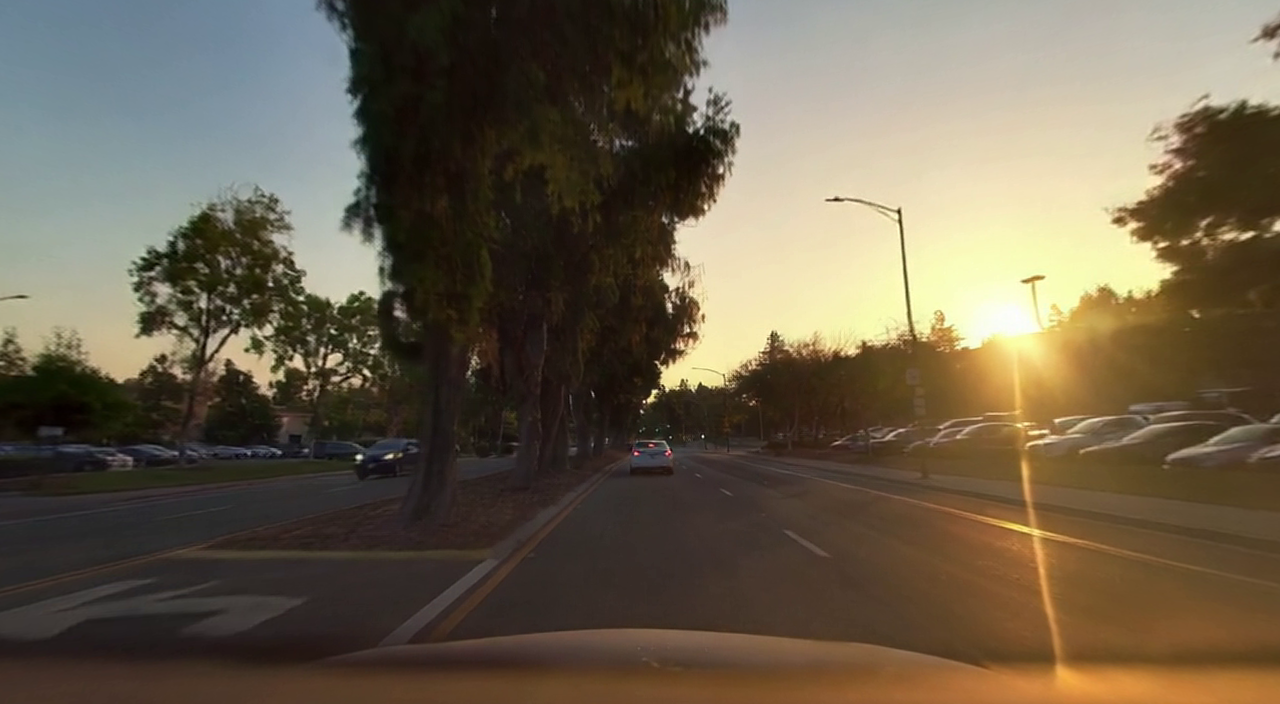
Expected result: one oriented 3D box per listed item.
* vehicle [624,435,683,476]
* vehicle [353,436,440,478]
[{"bbox_3d":[0.444,3.942,24.237,2.093,1.442,3.977,0,-8,-1],"label":"vehicle"},{"bbox_3d":[-11.921,5.152,31.295,2.259,1.867,4.875,0,-8,1],"label":"vehicle"}]
